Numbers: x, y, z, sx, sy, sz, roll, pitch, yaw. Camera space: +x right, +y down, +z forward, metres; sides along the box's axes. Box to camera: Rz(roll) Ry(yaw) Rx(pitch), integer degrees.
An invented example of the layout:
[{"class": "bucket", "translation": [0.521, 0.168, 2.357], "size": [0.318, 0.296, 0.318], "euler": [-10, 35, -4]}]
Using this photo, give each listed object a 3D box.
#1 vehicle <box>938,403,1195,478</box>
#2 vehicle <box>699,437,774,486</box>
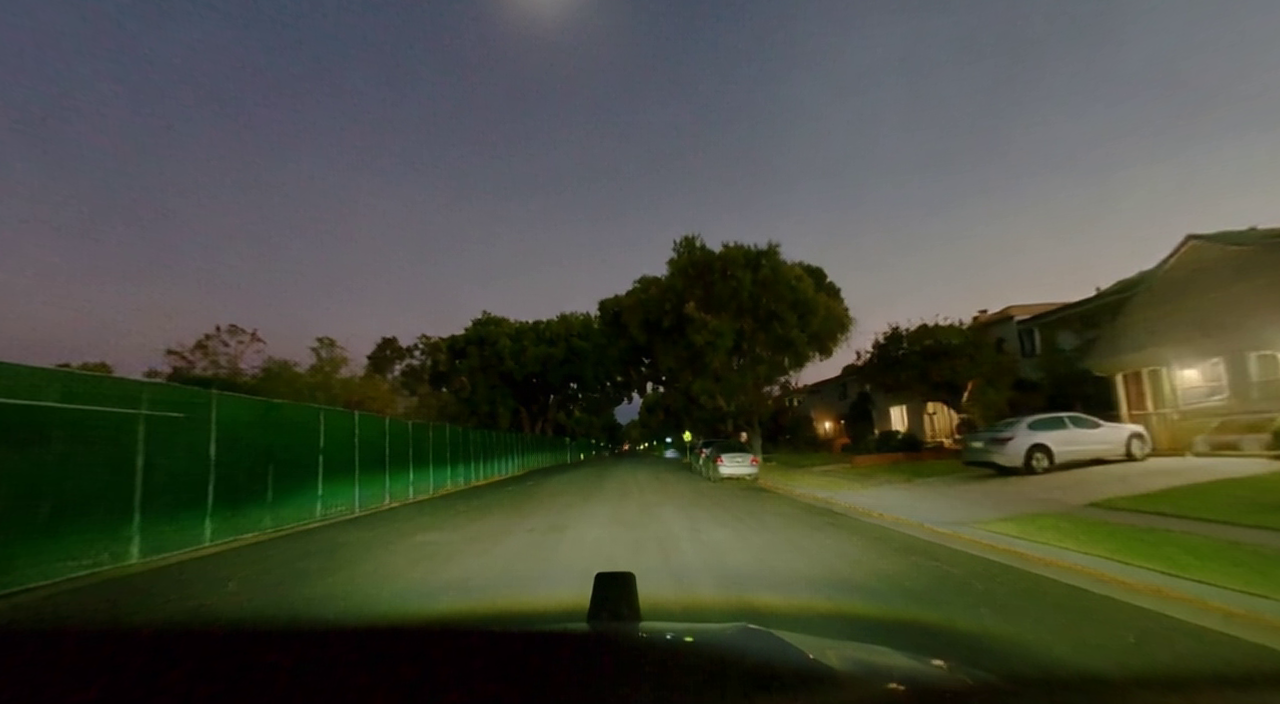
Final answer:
[{"class": "vehicle", "translation": [10.879, 2.307, 16.468], "size": [5.046, 1.800, 2.201], "euler": [0, -8, 0]}, {"class": "vehicle", "translation": [3.578, 4.173, 24.449], "size": [2.122, 1.673, 4.876], "euler": [0, -9, 0]}]
